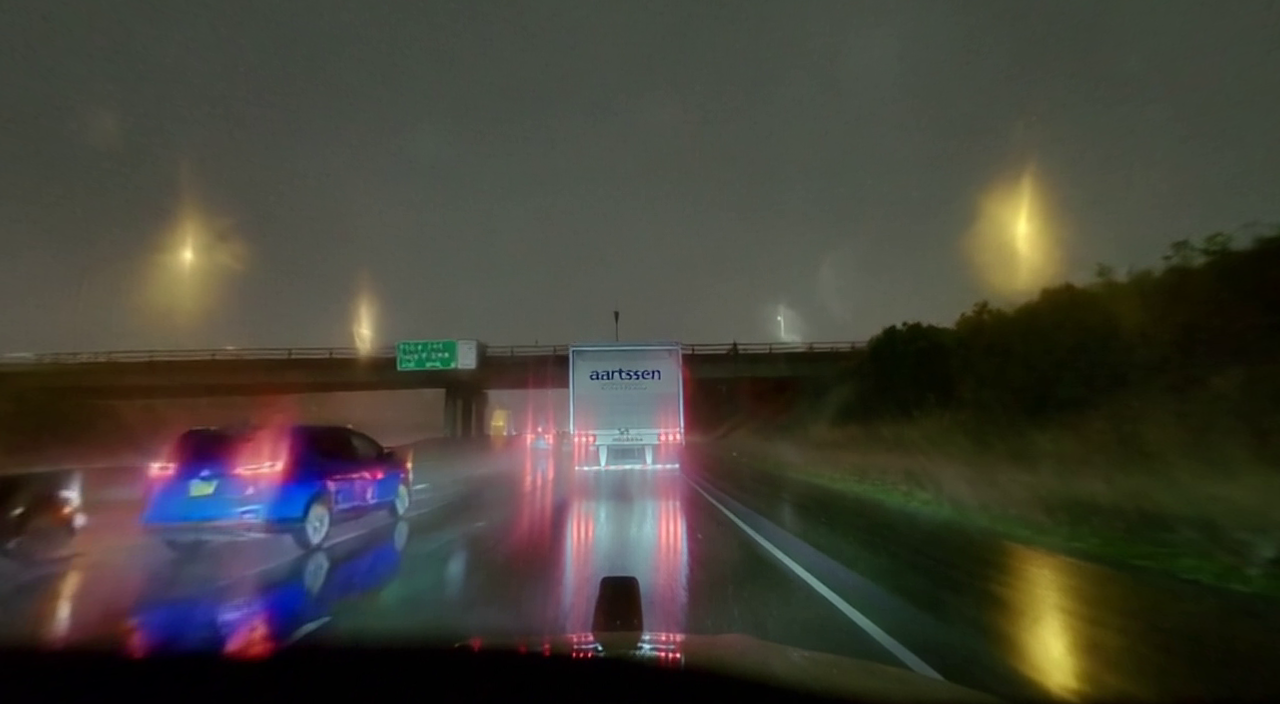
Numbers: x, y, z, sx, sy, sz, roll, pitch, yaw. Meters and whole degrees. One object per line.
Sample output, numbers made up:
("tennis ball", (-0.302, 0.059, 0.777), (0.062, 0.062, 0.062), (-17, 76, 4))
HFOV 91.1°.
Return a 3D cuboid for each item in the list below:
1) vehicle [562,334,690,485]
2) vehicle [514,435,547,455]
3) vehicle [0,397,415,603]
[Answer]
("vehicle", (-0.436, 2.260, 22.522), (3.442, 4.106, 10.719), (0, -8, -1))
("vehicle", (-8.651, 7.356, 49.903), (1.940, 1.488, 3.976), (0, -8, 0))
("vehicle", (-4.632, 1.514, 7.536), (2.052, 1.639, 4.894), (0, -8, 0))
